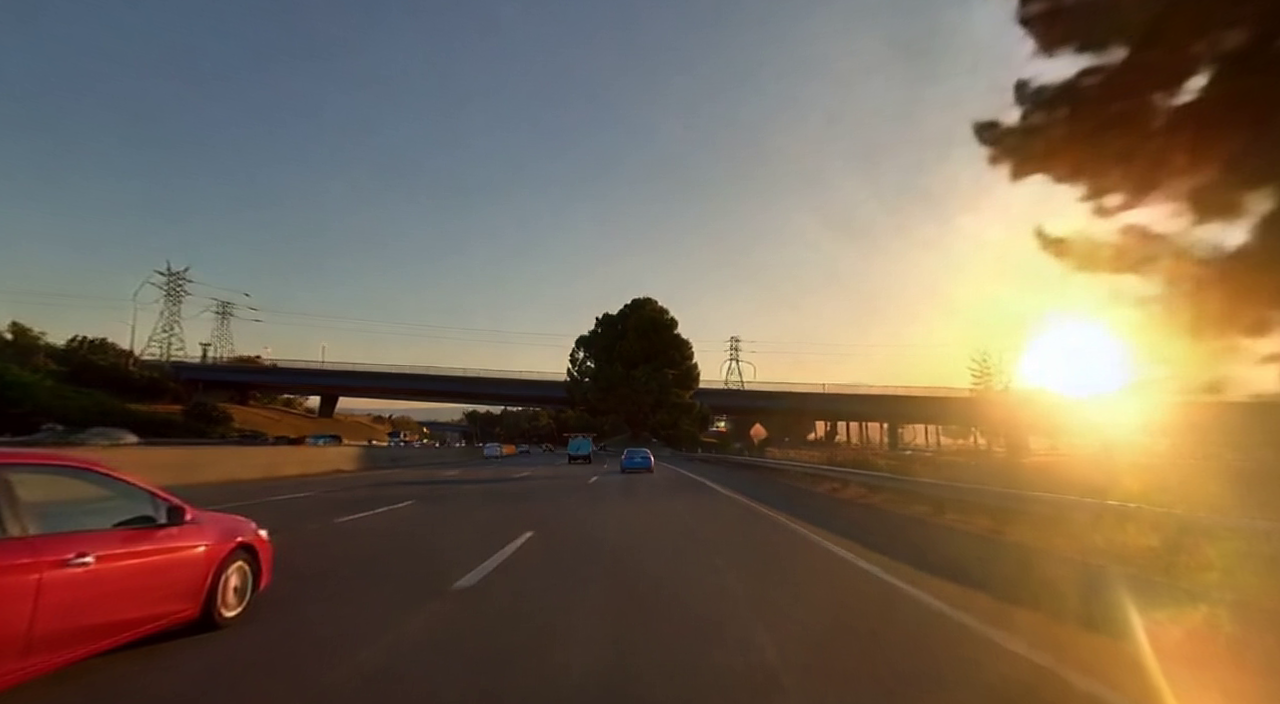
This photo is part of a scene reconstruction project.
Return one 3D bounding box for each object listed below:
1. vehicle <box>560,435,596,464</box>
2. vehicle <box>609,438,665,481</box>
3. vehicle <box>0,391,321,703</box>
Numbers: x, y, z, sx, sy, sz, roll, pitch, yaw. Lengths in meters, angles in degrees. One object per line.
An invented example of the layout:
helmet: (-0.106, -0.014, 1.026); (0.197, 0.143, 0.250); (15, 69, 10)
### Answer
vehicle: (-4.013, 6.381, 41.146); (2.174, 1.806, 3.932); (1, -9, -3)
vehicle: (-0.141, 4.092, 24.166); (1.954, 1.460, 3.983); (1, -9, -1)
vehicle: (-3.733, 0.954, 2.909); (2.035, 1.514, 4.600); (1, -9, 1)
